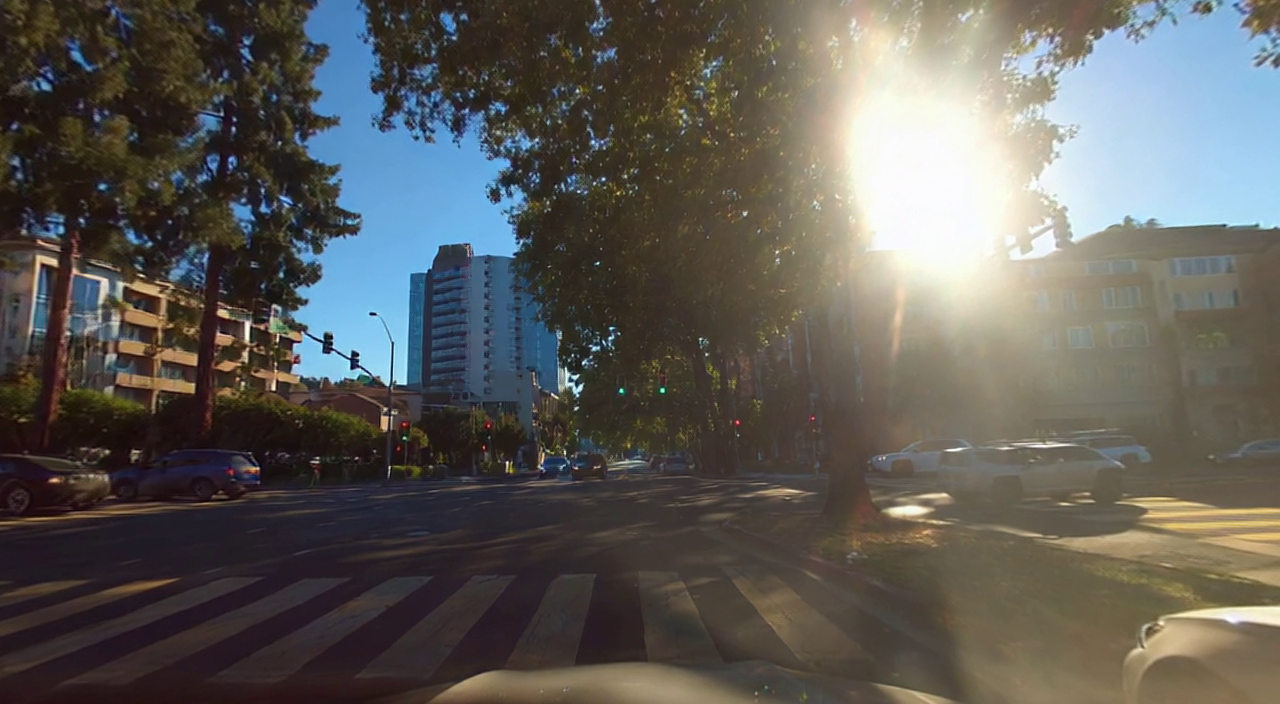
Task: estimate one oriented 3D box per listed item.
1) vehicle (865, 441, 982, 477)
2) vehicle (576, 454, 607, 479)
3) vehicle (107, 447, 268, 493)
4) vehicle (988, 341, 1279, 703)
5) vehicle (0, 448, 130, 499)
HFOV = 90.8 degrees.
[{"bbox_3d":[15.598,5.892,35.029,5.220,1.897,2.596,0,-8,0],"label":"vehicle"},{"bbox_3d":[-3.636,8.642,47.900,2.162,1.740,4.728,0,-8,-2],"label":"vehicle"},{"bbox_3d":[-18.832,4.950,26.540,4.798,1.763,2.536,0,-10,0],"label":"vehicle"},{"bbox_3d":[3.694,0.886,2.889,2.227,1.705,4.719,-2,-8,11],"label":"vehicle"},{"bbox_3d":[-22.059,4.411,23.138,4.748,1.727,2.325,0,-8,1],"label":"vehicle"}]
